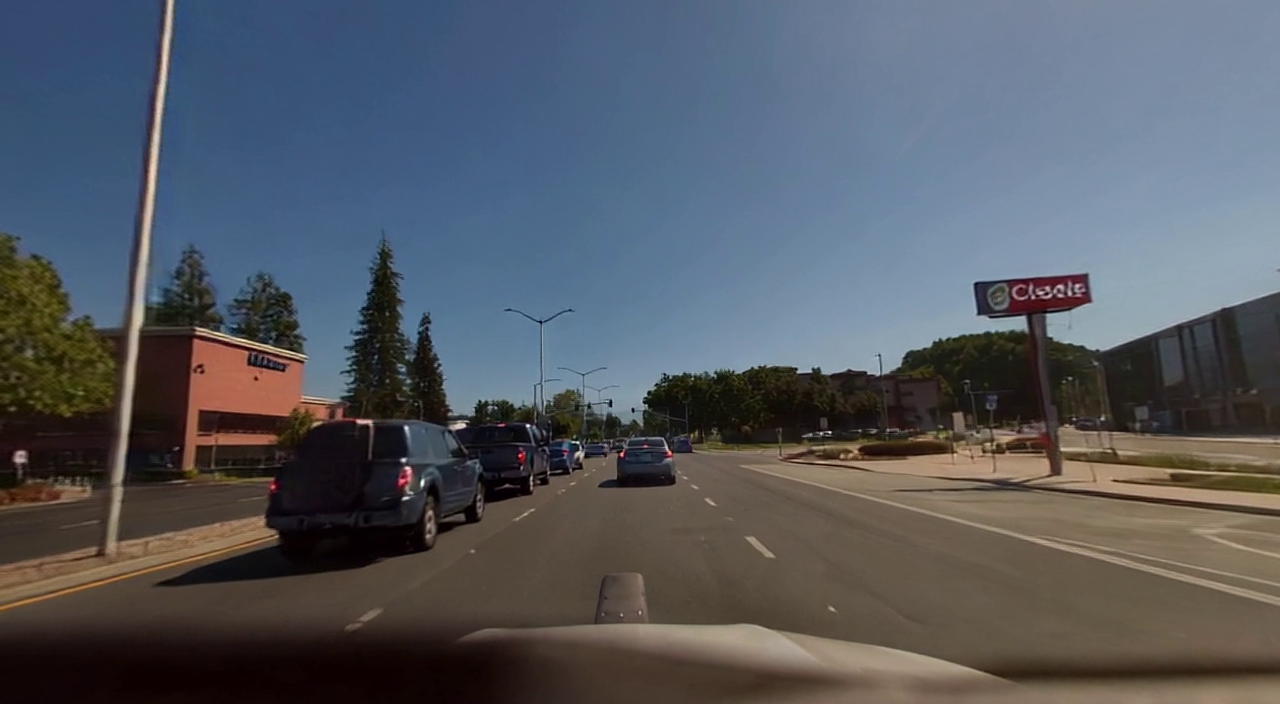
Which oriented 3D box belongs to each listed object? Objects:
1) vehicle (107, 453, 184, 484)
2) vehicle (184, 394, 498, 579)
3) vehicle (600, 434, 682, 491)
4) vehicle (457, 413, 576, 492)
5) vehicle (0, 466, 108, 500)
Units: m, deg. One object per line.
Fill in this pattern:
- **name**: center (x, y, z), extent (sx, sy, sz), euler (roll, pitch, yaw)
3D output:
- **vehicle**: center (-33.997, 7.994, 43.617), extent (2.146, 1.907, 4.954), euler (2, -9, -12)
- **vehicle**: center (-3.338, 1.595, 8.225), extent (2.046, 1.751, 4.208), euler (0, -8, -1)
- **vehicle**: center (-0.019, 3.168, 18.448), extent (2.126, 1.475, 3.967), euler (0, -8, -1)
- **vehicle**: center (-3.389, 2.950, 18.748), extent (2.301, 1.985, 5.531), euler (0, -8, 1)
- **vehicle**: center (-27.610, 6.013, 29.093), extent (4.300, 1.427, 1.877), euler (1, -9, -8)
